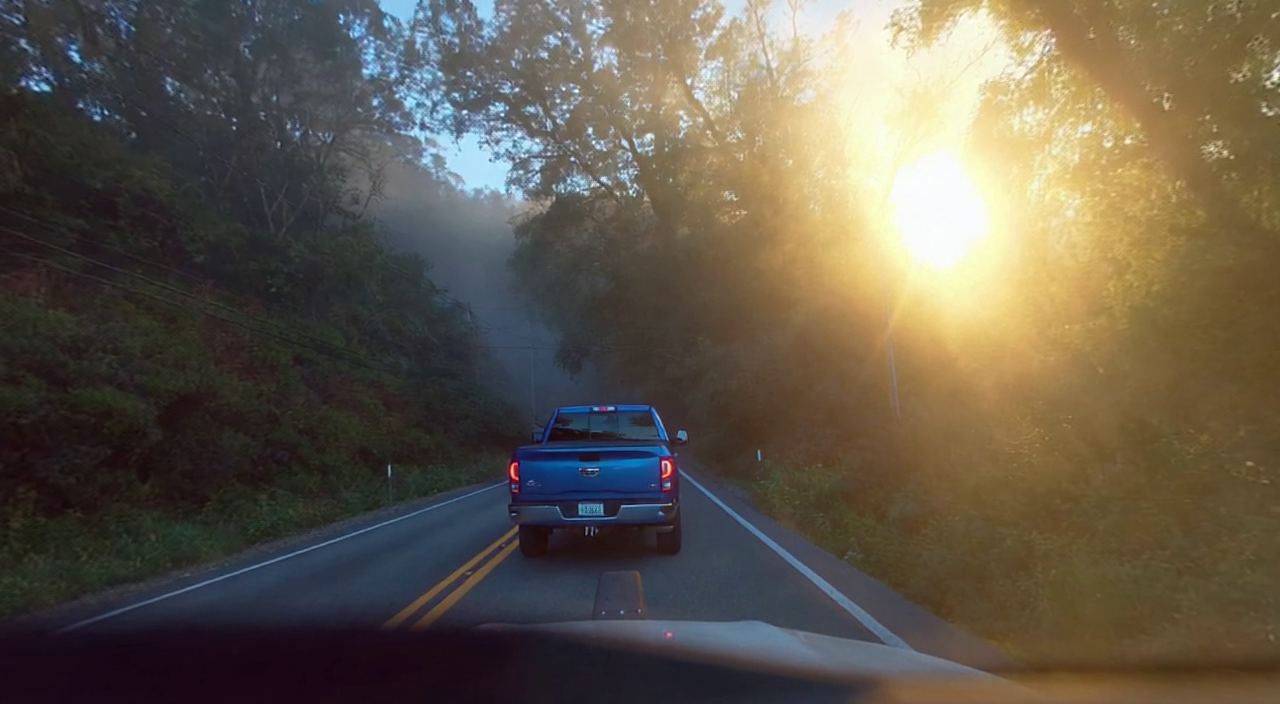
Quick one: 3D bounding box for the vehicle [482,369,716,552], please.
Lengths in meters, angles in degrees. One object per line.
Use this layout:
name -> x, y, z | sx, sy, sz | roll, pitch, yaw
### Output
vehicle -> -0.537, 1.747, 10.724 | 2.837, 2.223, 5.885 | 0, -8, -1
